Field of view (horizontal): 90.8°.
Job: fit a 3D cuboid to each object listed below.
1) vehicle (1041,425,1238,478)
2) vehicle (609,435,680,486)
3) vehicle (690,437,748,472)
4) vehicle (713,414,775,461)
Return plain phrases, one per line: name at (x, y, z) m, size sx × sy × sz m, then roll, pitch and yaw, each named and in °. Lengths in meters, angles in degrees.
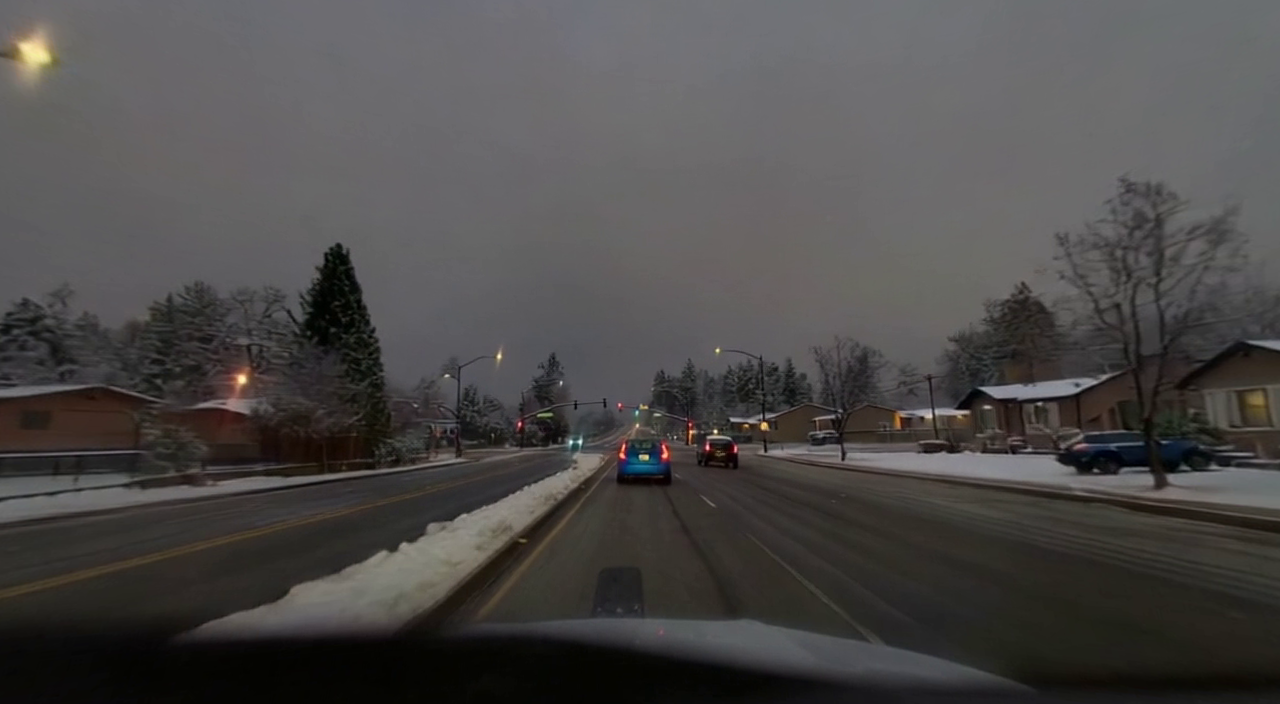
vehicle at (15.228, 3.057, 19.450) m, size 4.456 × 1.520 × 1.911 m, roll 0°, pitch -9°, yaw -2°
vehicle at (0.129, 3.507, 20.684) m, size 2.093 × 1.497 × 4.010 m, roll 0°, pitch -9°, yaw 0°
vehicle at (3.581, 4.758, 29.480) m, size 2.161 × 1.519 × 4.568 m, roll 0°, pitch -9°, yaw 0°
vehicle at (7.871, 6.781, 49.547) m, size 2.940 × 3.202 × 12.480 m, roll 0°, pitch -9°, yaw 1°
